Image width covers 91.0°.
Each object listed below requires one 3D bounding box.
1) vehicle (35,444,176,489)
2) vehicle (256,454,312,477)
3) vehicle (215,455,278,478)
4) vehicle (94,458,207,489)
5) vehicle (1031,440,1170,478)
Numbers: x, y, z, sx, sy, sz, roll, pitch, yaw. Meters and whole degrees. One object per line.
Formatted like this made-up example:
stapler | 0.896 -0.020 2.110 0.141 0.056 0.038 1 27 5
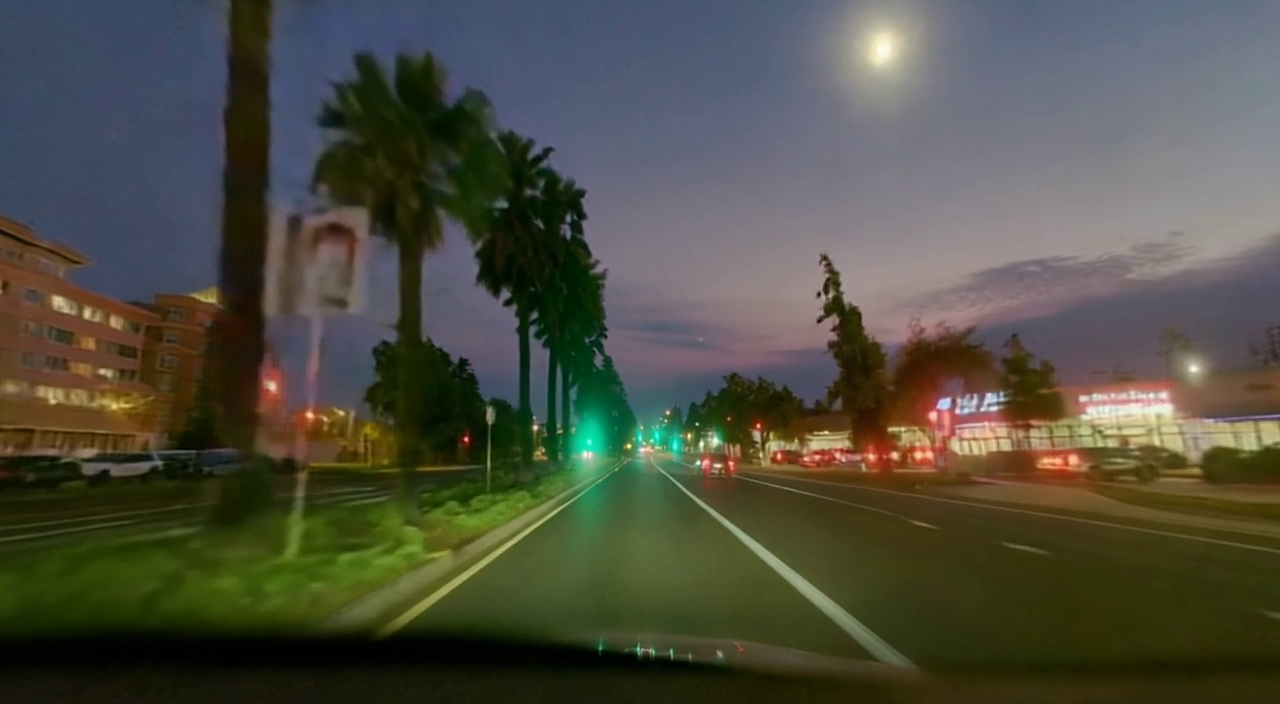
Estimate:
vehicle | -28.489 6.084 33.964 2.333 2.153 6.030 0 -9 -1
vehicle | -26.570 8.458 47.114 1.914 1.581 4.486 -1 -10 -5
vehicle | -29.085 8.441 46.643 1.883 1.575 4.314 -1 -10 -1
vehicle | -25.652 6.386 33.228 1.970 1.446 4.674 -3 -10 4
vehicle | 20.291 4.732 27.854 4.472 1.521 2.090 -1 -10 -2
